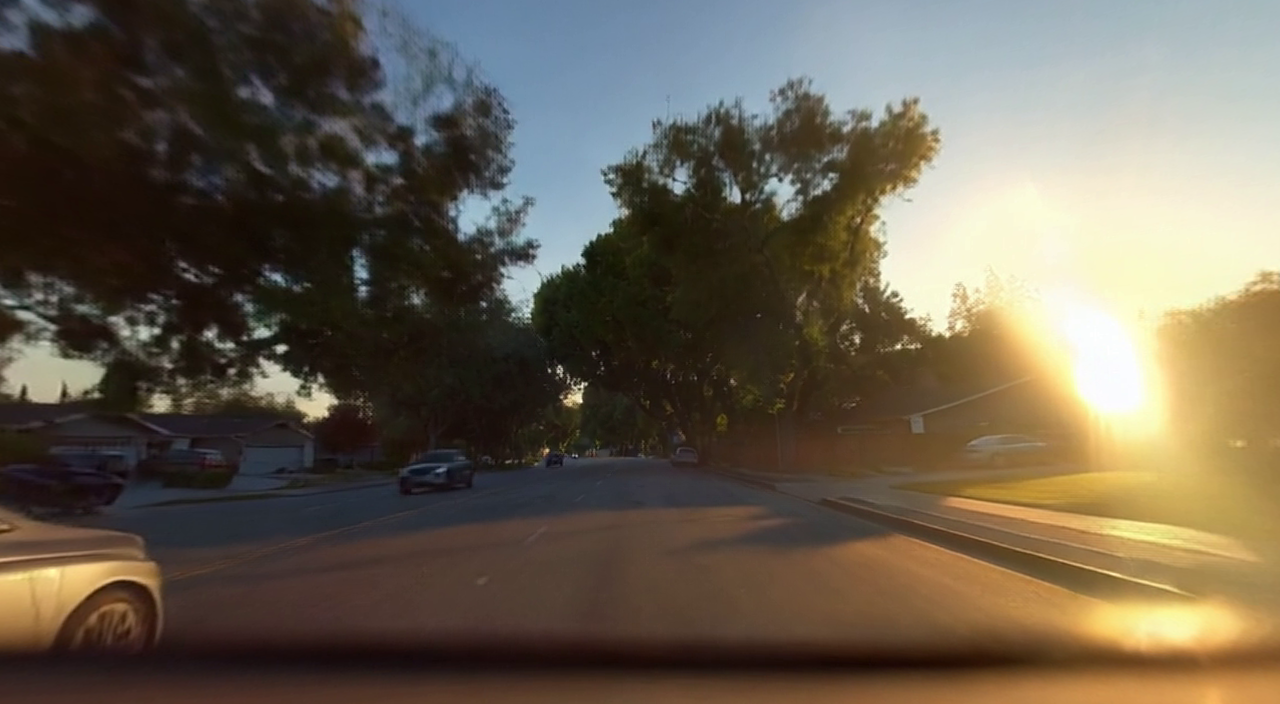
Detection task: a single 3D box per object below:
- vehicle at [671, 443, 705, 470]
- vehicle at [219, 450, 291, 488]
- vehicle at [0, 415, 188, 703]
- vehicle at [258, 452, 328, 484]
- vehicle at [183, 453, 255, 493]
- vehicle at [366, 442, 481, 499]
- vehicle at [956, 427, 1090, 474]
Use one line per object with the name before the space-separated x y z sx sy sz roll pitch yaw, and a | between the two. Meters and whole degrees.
vehicle | 3.600 7.923 48.133 2.130 1.873 4.886 0 -8 0
vehicle | -23.418 7.184 38.341 5.102 1.838 2.260 -16 -19 42
vehicle | -3.342 0.771 0.922 1.969 1.459 4.619 0 -8 0
vehicle | -22.977 7.713 41.759 5.152 1.627 2.383 -16 -19 41
vehicle | -22.383 6.347 33.493 4.273 1.797 2.129 -6 -12 44
vehicle | -7.503 4.123 22.566 2.194 1.761 5.282 0 -8 0
vehicle | 15.279 3.963 25.274 4.362 1.702 2.333 4 -10 -22
